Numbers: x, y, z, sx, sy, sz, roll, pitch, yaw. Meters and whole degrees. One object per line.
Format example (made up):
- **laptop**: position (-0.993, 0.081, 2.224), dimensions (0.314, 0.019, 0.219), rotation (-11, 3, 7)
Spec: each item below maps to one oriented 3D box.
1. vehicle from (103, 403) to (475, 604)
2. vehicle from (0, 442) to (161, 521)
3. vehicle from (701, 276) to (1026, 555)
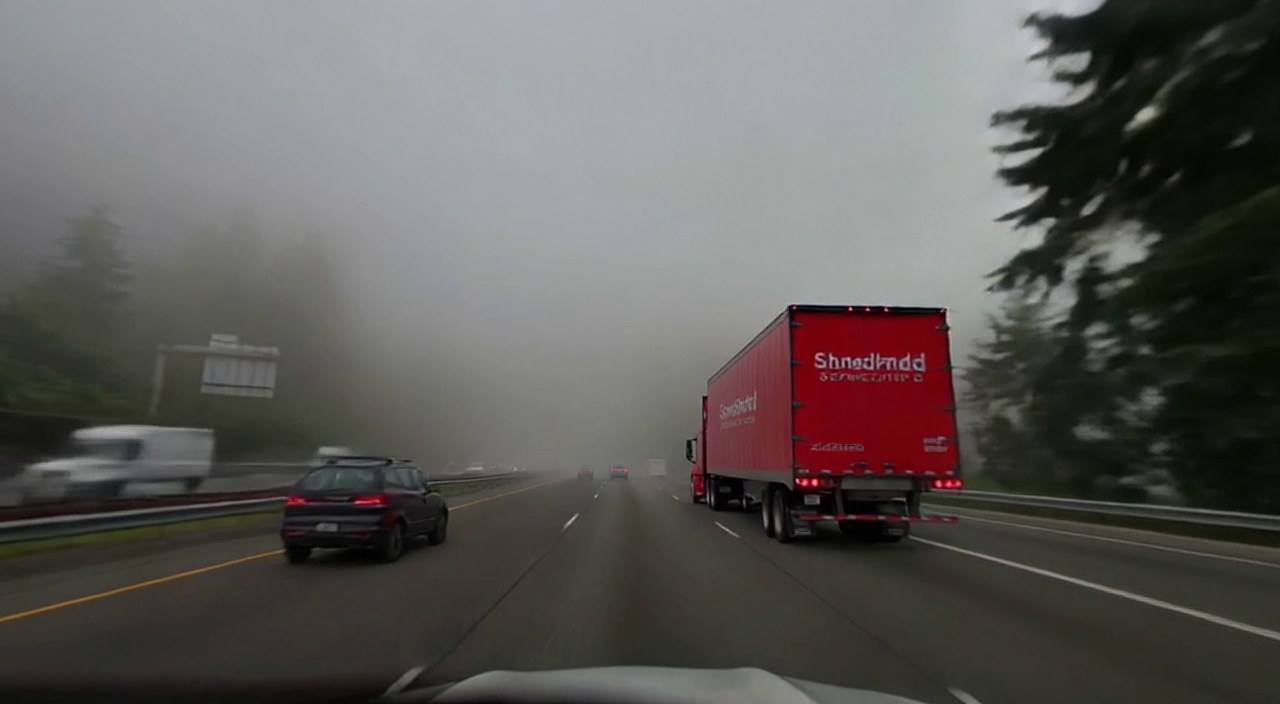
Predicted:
- **vehicle**: position (-3.775, 1.797, 8.071), dimensions (2.070, 1.775, 4.646), rotation (1, -11, -1)
- **vehicle**: position (-13.020, 2.763, 13.623), dimensions (1.863, 1.466, 4.421), rotation (1, -11, -1)
- **vehicle**: position (4.063, 2.185, 16.670), dimensions (2.992, 4.300, 13.967), rotation (1, -11, -2)
